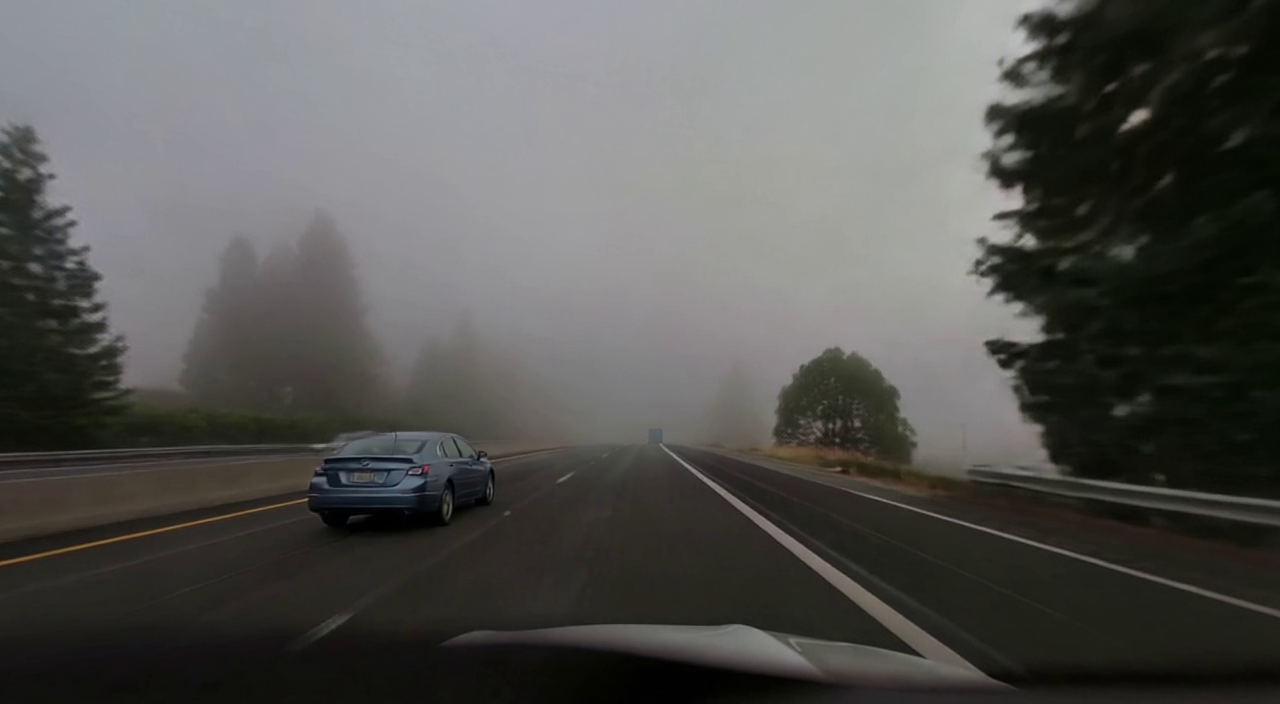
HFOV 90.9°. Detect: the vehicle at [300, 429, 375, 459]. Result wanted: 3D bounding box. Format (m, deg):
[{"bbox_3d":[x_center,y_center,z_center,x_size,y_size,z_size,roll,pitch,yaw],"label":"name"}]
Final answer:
[{"bbox_3d":[-16.009,4.878,33.630,1.864,1.504,4.253,0,-7,0],"label":"vehicle"}]
